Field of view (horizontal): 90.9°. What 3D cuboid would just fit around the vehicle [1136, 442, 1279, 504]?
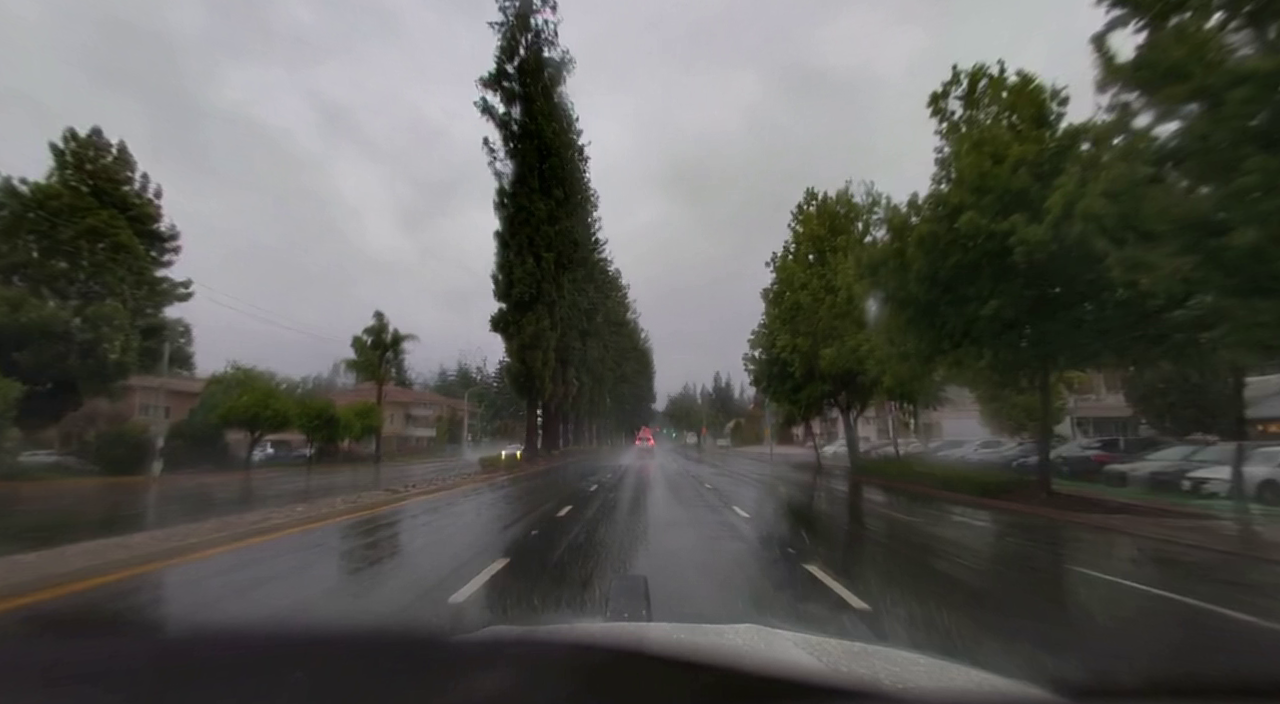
[{"bbox_3d":[15.816,3.066,16.224,4.263,1.457,2.078,0,-8,1],"label":"vehicle"}]
